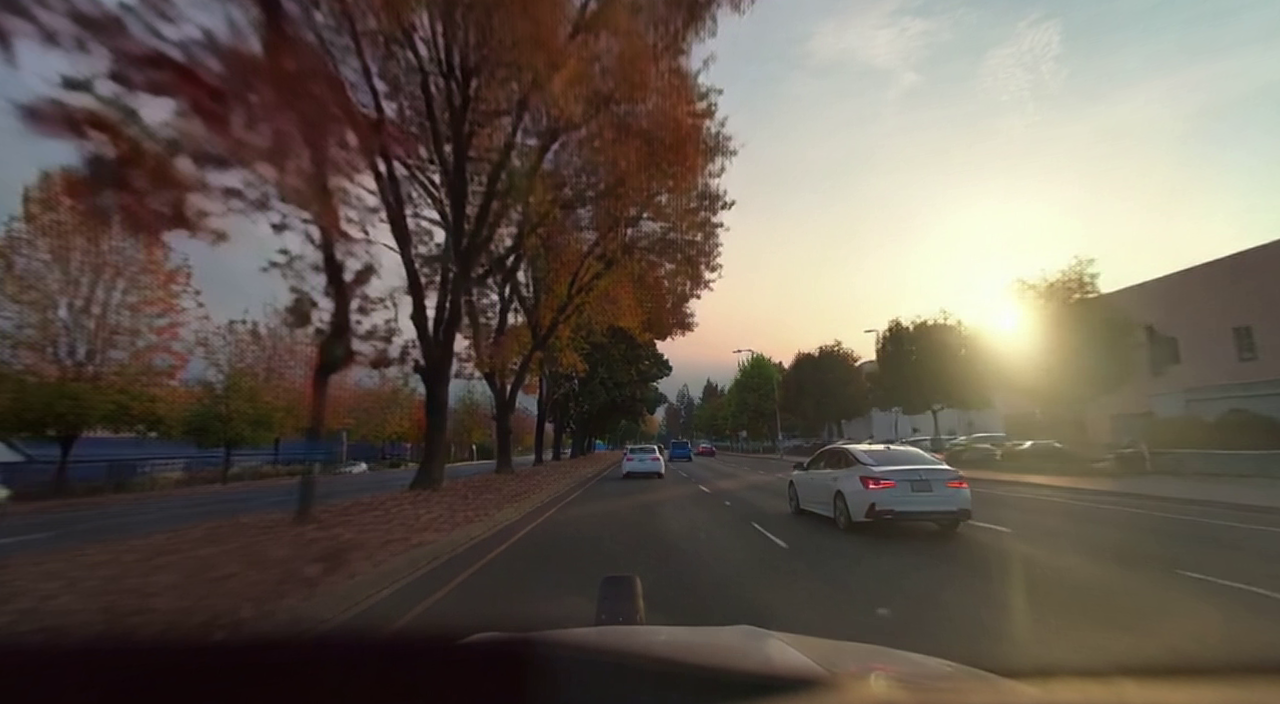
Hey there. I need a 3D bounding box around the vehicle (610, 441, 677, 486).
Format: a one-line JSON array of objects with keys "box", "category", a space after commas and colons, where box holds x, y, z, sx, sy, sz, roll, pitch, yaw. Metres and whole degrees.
[{"box": [0.077, 4.110, 23.626, 2.289, 1.471, 4.477, 0, -9, -1], "category": "vehicle"}]

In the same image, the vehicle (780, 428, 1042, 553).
[{"box": [3.720, 1.983, 9.757, 2.094, 1.480, 4.323, 0, -9, 0], "category": "vehicle"}]

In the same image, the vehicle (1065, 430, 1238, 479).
[{"box": [21.358, 4.318, 26.842, 2.582, 1.849, 5.579, 0, -9, -1], "category": "vehicle"}]
